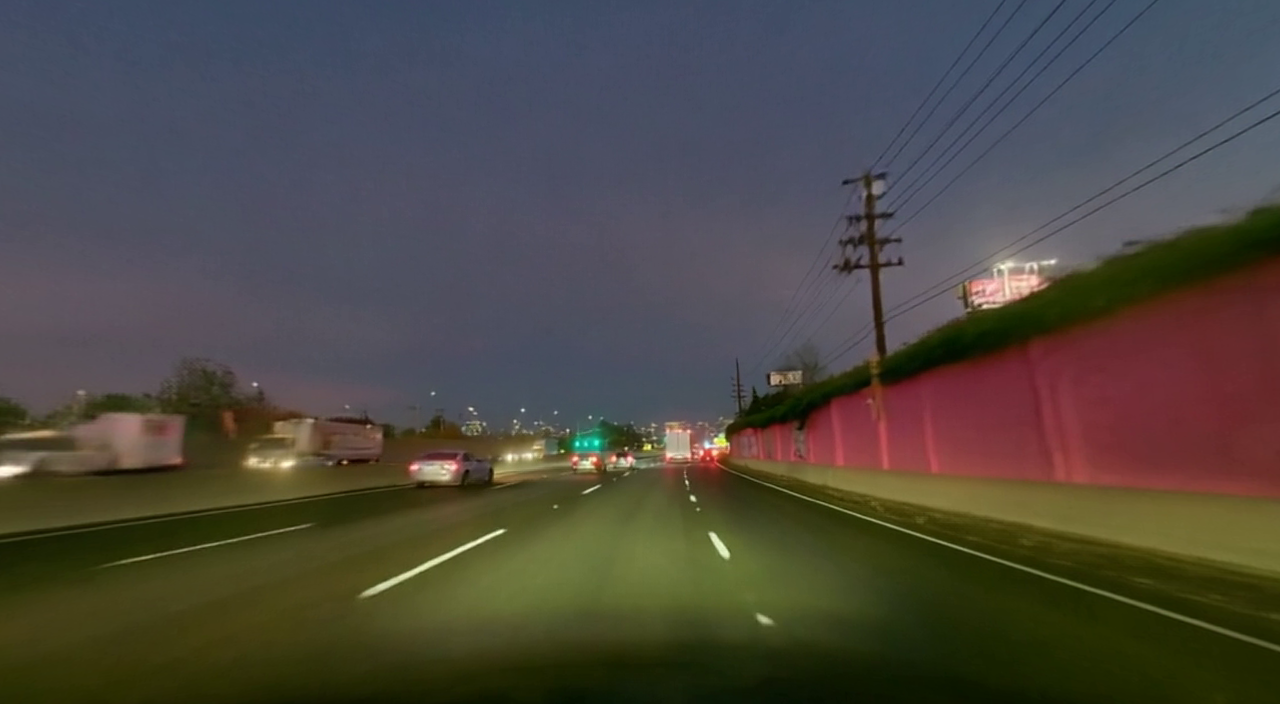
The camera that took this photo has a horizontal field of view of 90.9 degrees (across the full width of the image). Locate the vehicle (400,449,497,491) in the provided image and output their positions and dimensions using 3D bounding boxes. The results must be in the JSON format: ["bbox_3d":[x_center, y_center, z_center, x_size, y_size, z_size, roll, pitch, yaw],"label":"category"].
[{"bbox_3d":[-7.405,4.611,25.008,2.142,1.503,4.767,-1,-9,3],"label":"vehicle"}]

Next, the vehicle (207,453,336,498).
[{"bbox_3d":[-15.223,5.095,26.477,2.109,1.677,5.175,-1,-9,3],"label":"vehicle"}]

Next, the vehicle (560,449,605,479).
[{"bbox_3d":[-3.135,6.190,35.030,1.966,1.565,3.766,-1,-9,3],"label":"vehicle"}]

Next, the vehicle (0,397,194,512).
[{"bbox_3d":[-19.634,3.511,21.812,2.897,3.310,6.960,-1,-9,3],"label":"vehicle"}]
